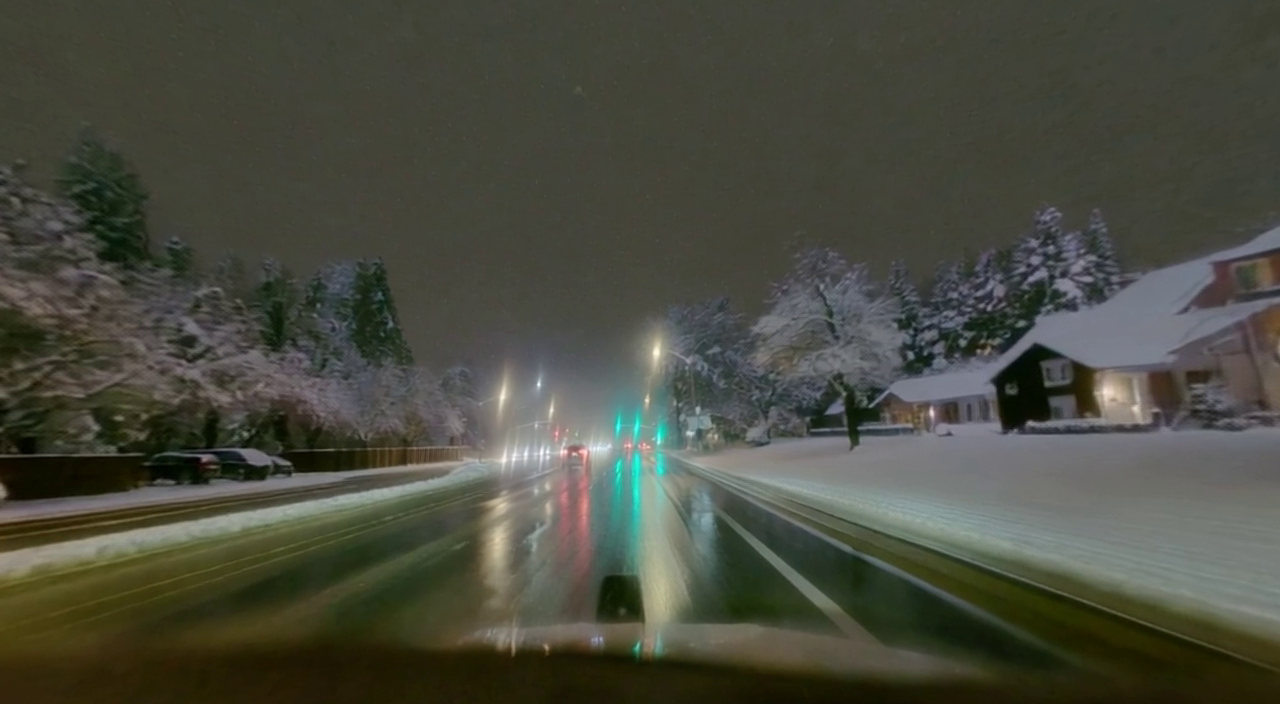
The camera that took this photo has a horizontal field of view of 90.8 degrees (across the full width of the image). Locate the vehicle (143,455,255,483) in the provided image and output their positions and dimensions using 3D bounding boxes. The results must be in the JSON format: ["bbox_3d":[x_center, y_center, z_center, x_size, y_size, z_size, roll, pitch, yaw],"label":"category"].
[{"bbox_3d":[-24.801,6.582,35.632,4.743,1.482,2.164,-1,-8,4],"label":"vehicle"}]

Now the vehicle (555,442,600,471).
[{"bbox_3d":[-3.279,5.560,33.986,1.992,1.447,4.044,0,-8,0],"label":"vehicle"}]
